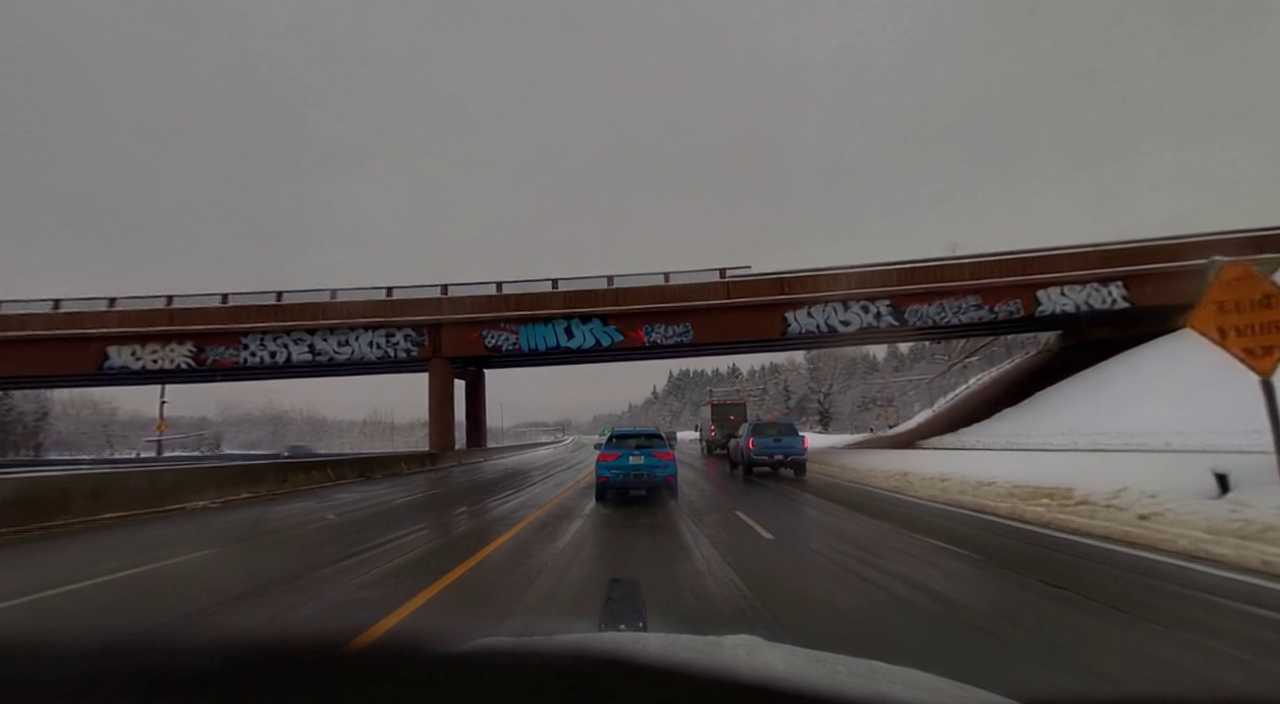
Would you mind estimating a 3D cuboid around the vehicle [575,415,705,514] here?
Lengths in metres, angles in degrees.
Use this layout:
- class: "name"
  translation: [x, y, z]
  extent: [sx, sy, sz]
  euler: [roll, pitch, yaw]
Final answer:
- class: "vehicle"
  translation: [0.024, 2.186, 12.686]
  extent: [2.193, 1.651, 3.946]
  euler: [-1, -8, 1]

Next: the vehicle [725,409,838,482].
- class: "vehicle"
  translation: [4.229, 2.956, 20.023]
  extent: [2.311, 1.922, 5.977]
  euler: [-1, -8, 1]
